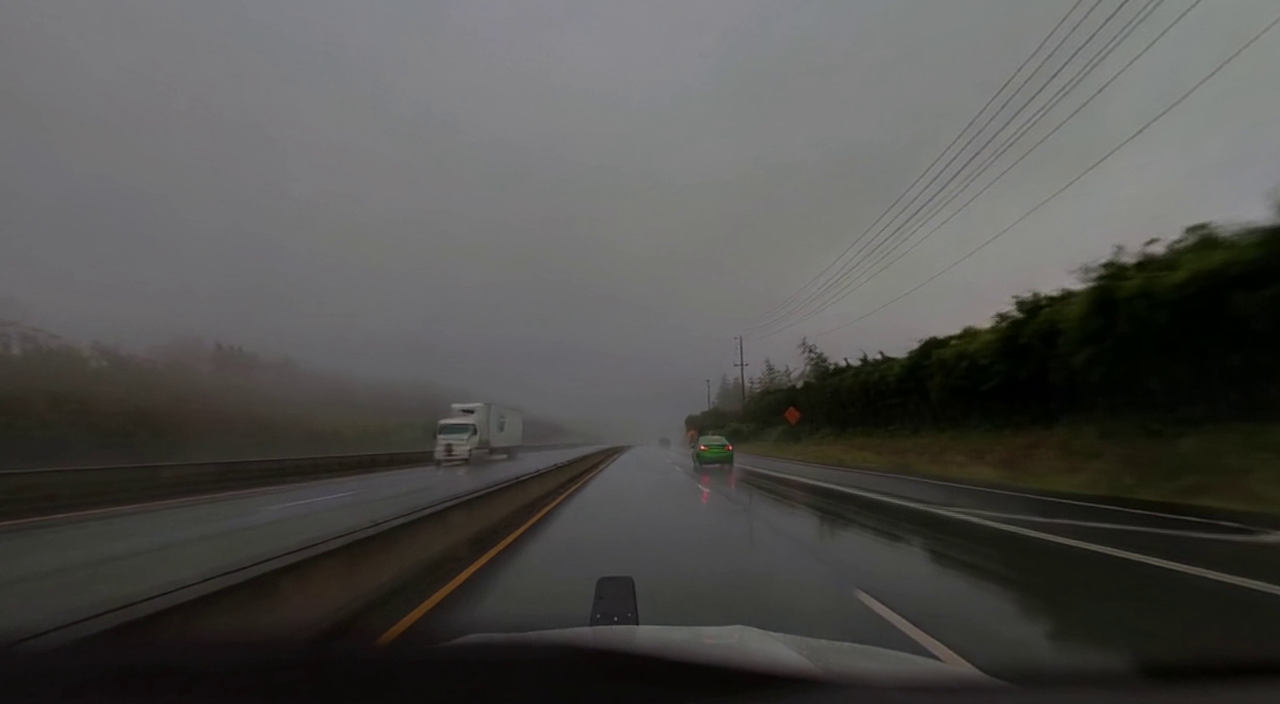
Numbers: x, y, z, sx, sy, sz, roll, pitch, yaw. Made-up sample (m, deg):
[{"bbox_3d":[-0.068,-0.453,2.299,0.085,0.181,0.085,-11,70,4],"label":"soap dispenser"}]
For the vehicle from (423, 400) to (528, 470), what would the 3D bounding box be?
[{"bbox_3d":[-11.201,6.108,45.571,3.267,4.085,16.559,-1,-8,0],"label":"vehicle"}]

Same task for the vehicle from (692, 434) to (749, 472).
[{"bbox_3d":[3.600,4.609,28.911,1.977,1.581,4.428,0,-8,-1],"label":"vehicle"}]
